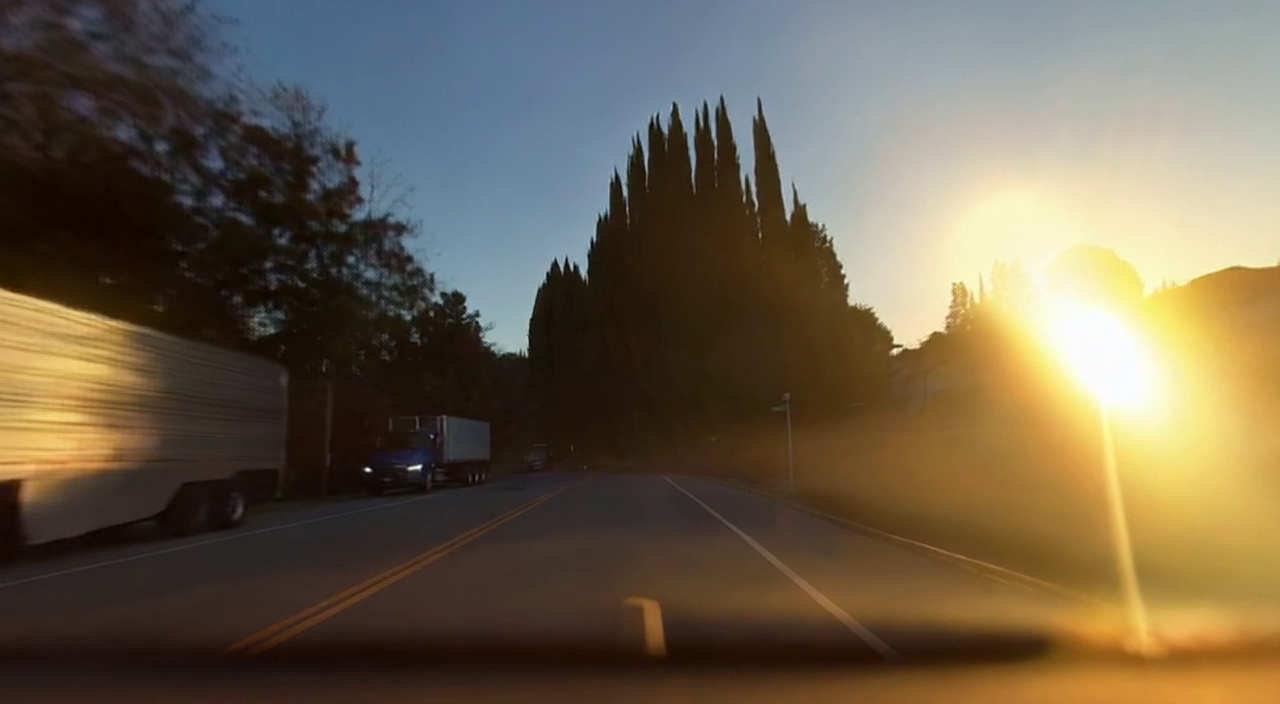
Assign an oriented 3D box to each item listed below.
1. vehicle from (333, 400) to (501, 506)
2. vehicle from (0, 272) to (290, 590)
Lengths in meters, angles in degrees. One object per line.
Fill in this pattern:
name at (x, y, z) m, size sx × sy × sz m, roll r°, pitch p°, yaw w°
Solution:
vehicle at (-8.257, 3.838, 25.383) m, size 2.905 × 3.359 × 10.168 m, roll 0°, pitch -7°, yaw 1°
vehicle at (-8.214, 0.923, 7.316) m, size 2.788 × 3.365 × 9.652 m, roll 0°, pitch -8°, yaw 0°
